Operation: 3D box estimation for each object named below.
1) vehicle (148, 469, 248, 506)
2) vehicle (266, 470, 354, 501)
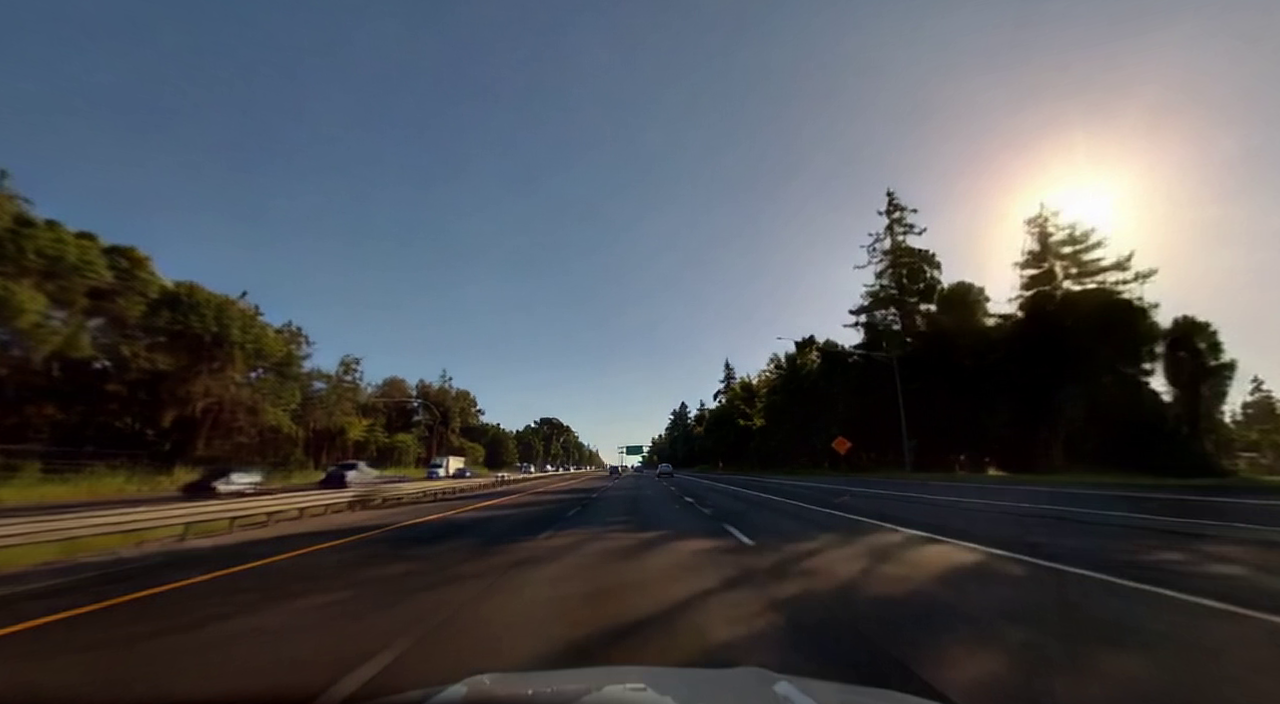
[{"bbox_3d":[-20.048,6.141,28.688,1.829,1.494,3.597,1,-10,0],"label":"vehicle"},{"bbox_3d":[-16.424,6.646,31.570,2.060,1.374,4.311,1,-10,0],"label":"vehicle"}]
